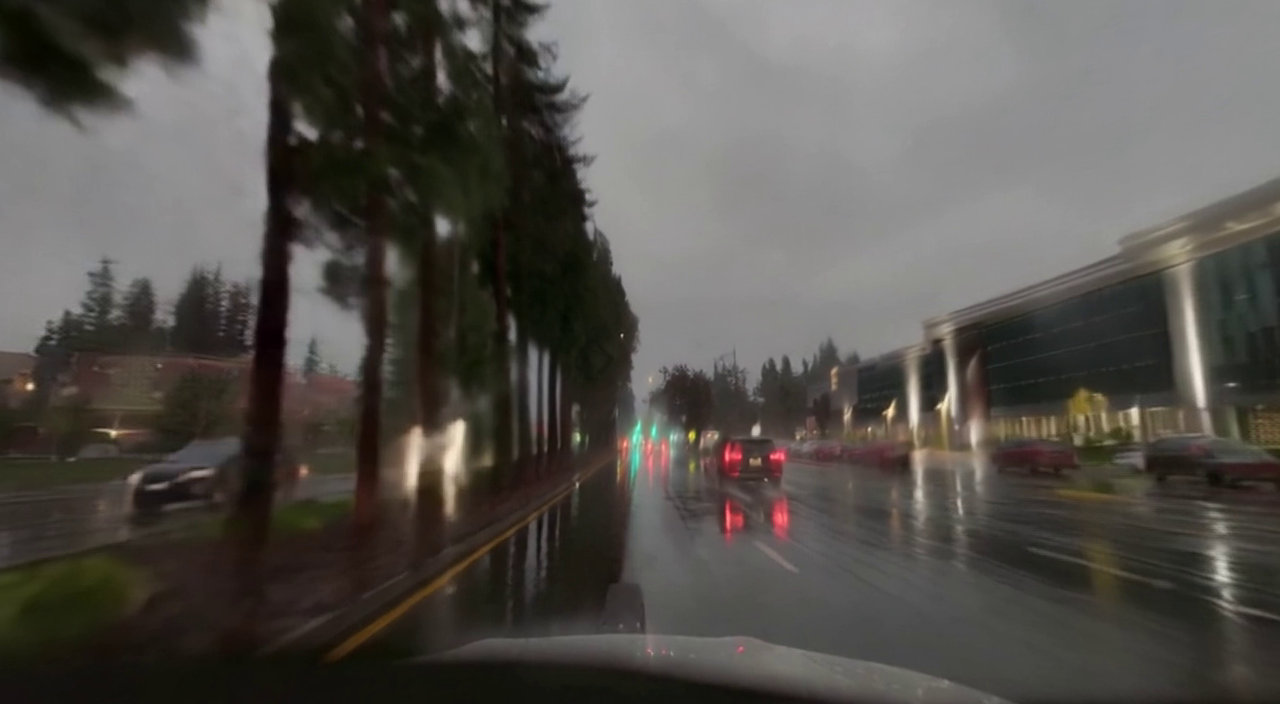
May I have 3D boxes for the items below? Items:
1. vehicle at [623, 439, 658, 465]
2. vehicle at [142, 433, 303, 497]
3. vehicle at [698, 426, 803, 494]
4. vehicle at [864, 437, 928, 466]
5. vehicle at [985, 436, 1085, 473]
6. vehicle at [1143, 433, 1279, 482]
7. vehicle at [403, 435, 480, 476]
[{"bbox_3d":[0.000,6.358,40.431,2.145,1.572,4.021,0,-9,-1],"label":"vehicle"},{"bbox_3d":[-12.658,3.434,19.600,1.937,1.737,4.398,0,-9,0],"label":"vehicle"},{"bbox_3d":[3.173,3.248,19.341,2.235,1.806,4.818,0,-9,-2],"label":"vehicle"},{"bbox_3d":[15.880,6.195,39.482,1.812,1.687,4.579,1,-9,-4],"label":"vehicle"},{"bbox_3d":[19.248,4.990,31.034,1.936,1.659,4.365,0,-9,-3],"label":"vehicle"},{"bbox_3d":[20.631,3.670,22.097,4.475,1.592,1.841,0,-9,-1],"label":"vehicle"},{"bbox_3d":[-9.193,4.823,29.697,2.093,1.728,4.735,0,-9,0],"label":"vehicle"}]
